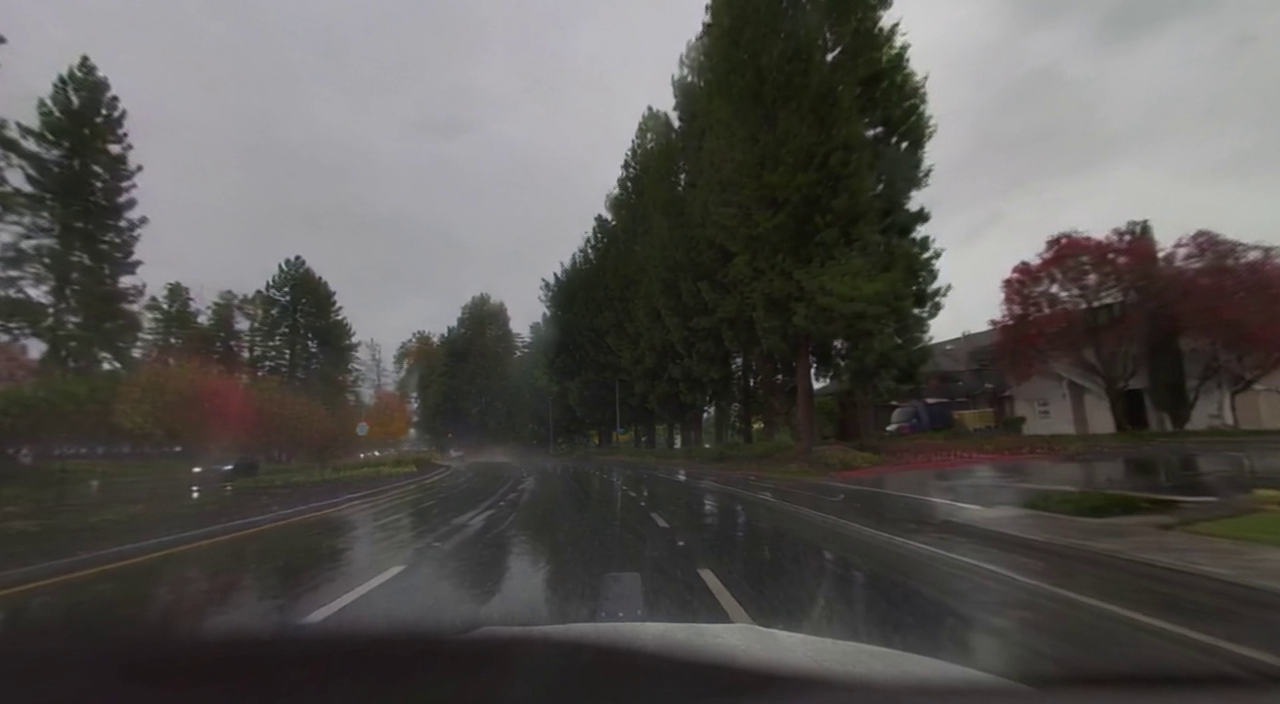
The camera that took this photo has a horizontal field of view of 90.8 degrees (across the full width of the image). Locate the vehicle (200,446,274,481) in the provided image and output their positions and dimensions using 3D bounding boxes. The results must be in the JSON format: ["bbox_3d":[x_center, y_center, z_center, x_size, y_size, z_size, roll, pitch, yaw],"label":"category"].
[{"bbox_3d":[-25.609,7.071,40.431,2.284,2.059,5.740,2,-9,-16],"label":"vehicle"}]

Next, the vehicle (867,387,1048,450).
[{"bbox_3d":[15.485,3.488,31.541,2.757,2.765,7.526,6,-10,-33],"label":"vehicle"}]
